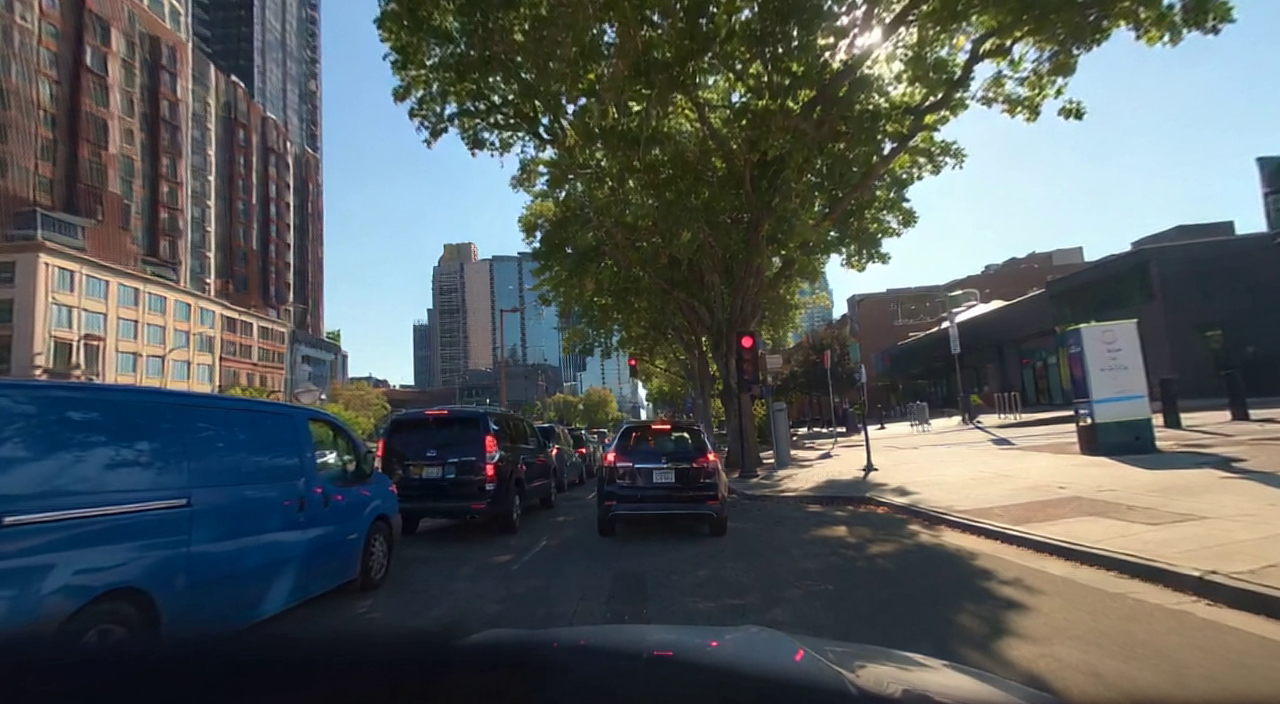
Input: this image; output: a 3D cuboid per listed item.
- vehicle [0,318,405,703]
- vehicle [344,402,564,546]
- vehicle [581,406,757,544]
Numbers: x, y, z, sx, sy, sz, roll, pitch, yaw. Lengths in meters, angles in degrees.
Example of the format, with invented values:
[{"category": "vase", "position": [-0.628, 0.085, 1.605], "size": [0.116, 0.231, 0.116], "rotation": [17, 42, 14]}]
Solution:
[{"category": "vehicle", "position": [-3.169, 1.012, 3.886], "size": [1.940, 1.722, 3.823], "rotation": [0, -8, 0]}, {"category": "vehicle", "position": [-2.641, 1.882, 10.330], "size": [2.124, 1.799, 4.587], "rotation": [0, -8, 1]}, {"category": "vehicle", "position": [0.375, 1.844, 9.976], "size": [2.205, 1.727, 3.917], "rotation": [0, -8, 0]}]
